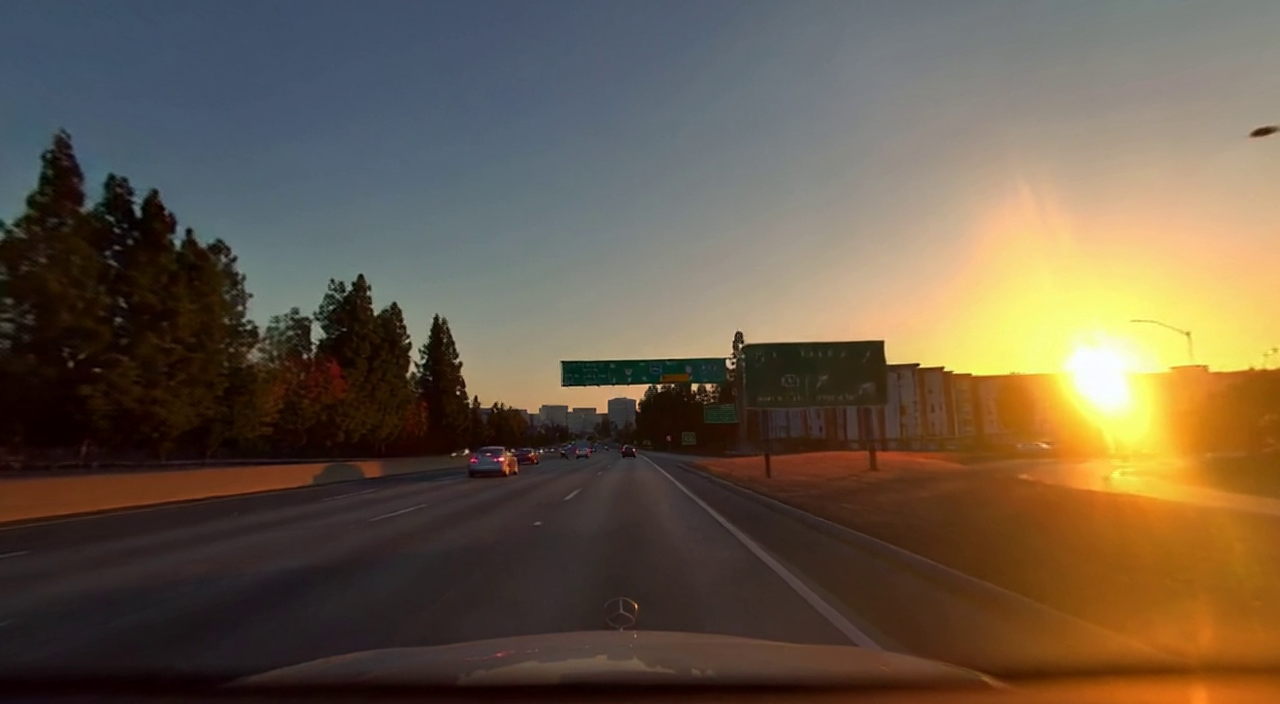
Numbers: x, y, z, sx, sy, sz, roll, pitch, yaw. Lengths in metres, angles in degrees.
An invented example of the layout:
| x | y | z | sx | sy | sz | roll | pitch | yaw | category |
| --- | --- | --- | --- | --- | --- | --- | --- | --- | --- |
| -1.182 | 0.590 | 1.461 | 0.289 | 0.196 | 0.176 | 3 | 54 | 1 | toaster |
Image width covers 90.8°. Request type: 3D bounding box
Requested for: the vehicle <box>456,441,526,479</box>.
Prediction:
| x | y | z | sx | sy | sz | roll | pitch | yaw | category |
| --- | --- | --- | --- | --- | --- | --- | --- | --- | --- |
| -6.797 | 4.960 | 29.320 | 2.016 | 1.606 | 4.806 | 0 | -9 | 1 | vehicle |
